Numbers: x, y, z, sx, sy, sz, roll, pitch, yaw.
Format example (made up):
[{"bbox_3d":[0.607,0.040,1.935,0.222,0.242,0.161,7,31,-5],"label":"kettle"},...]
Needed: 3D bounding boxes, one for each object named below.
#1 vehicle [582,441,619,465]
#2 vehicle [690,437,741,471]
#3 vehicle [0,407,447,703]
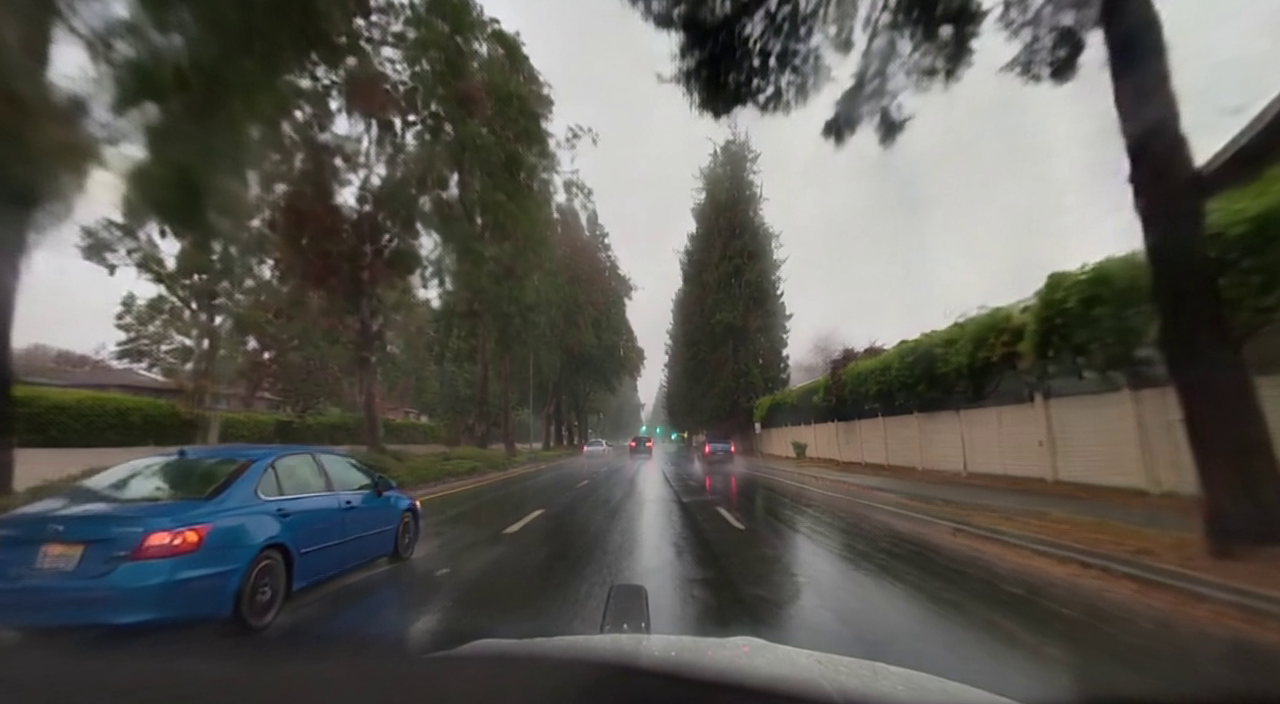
[{"bbox_3d":[-2.548,6.685,41.758,1.940,1.473,4.133,-1,-8,3],"label":"vehicle"},{"bbox_3d":[3.926,5.389,33.497,2.182,1.688,4.187,0,-8,0],"label":"vehicle"},{"bbox_3d":[-3.543,1.376,5.416,2.091,1.503,4.989,0,-8,1],"label":"vehicle"}]
